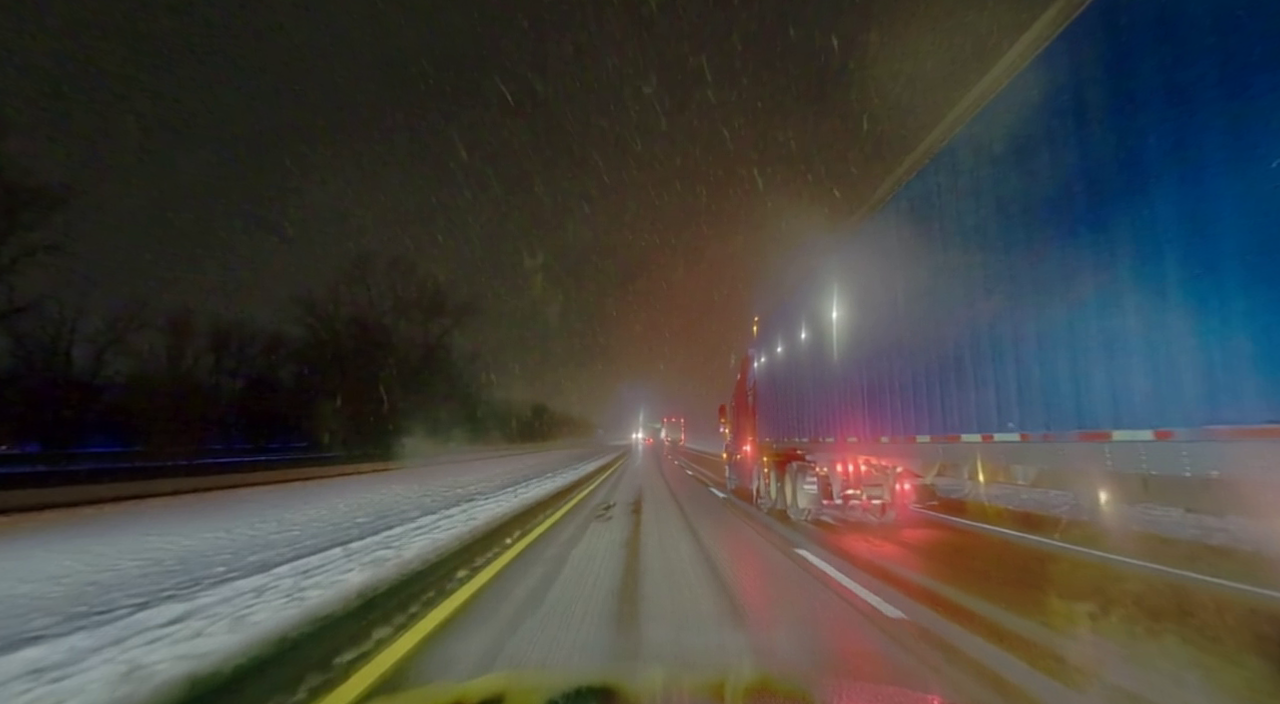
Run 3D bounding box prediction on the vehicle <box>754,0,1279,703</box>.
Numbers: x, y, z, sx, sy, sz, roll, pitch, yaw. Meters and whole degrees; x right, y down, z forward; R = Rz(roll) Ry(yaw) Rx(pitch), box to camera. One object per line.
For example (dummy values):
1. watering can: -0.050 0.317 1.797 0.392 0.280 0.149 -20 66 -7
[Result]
1. vehicle: 4.067 0.078 5.388 2.976 4.114 16.788 0 -8 0
